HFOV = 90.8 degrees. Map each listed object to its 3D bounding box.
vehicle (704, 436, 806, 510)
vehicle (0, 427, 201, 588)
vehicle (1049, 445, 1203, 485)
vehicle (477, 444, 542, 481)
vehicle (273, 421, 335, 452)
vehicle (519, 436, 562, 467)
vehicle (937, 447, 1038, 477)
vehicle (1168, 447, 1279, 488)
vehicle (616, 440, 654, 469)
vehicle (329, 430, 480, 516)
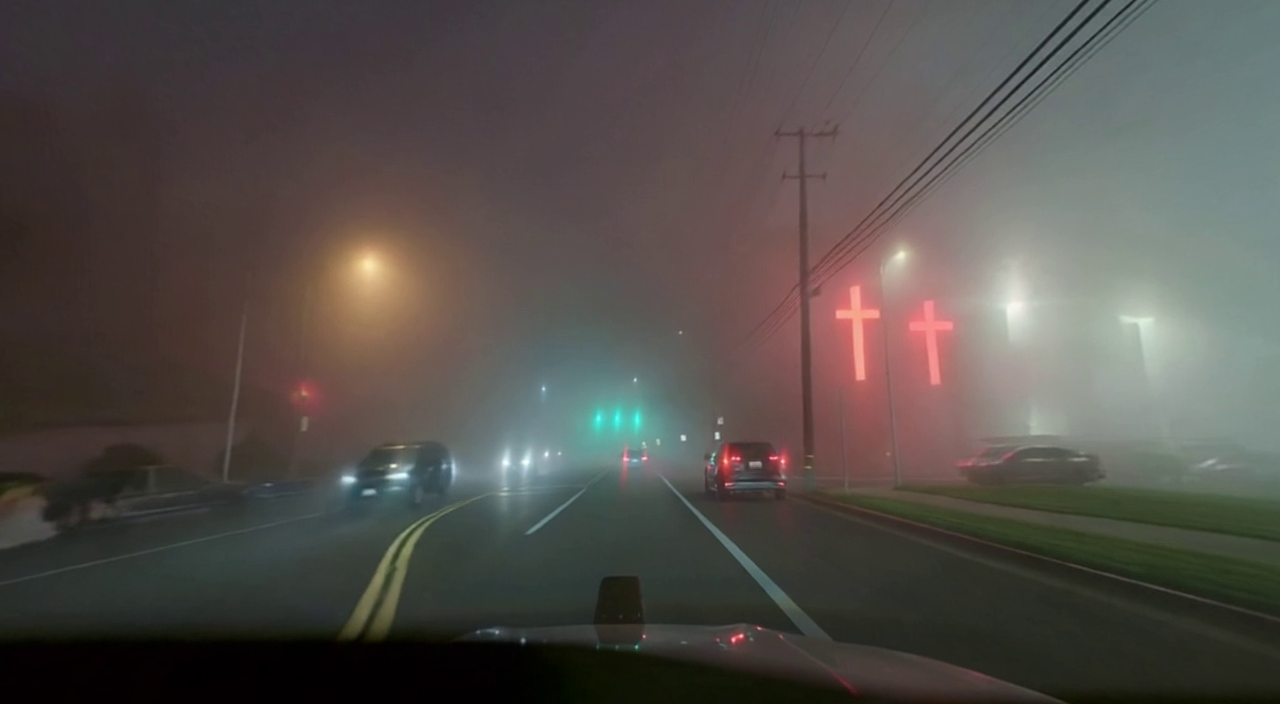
[{"bbox_3d":[3.166,3.414,18.327,1.995,1.858,4.333,0,-8,-2],"label":"vehicle"},{"bbox_3d":[-8.807,2.110,9.111,2.037,1.939,3.958,0,-8,0],"label":"vehicle"},{"bbox_3d":[20.542,4.778,26.892,4.673,1.592,2.193,-1,-8,2],"label":"vehicle"},{"bbox_3d":[-6.064,5.172,29.897,2.168,1.572,4.635,0,-8,-1],"label":"vehicle"},{"bbox_3d":[-21.693,5.449,40.730,3.716,1.517,1.826,3,-7,35],"label":"vehicle"},{"bbox_3d":[-6.429,6.489,41.416,2.138,1.858,4.788,0,-8,-1],"label":"vehicle"},{"bbox_3d":[20.332,6.448,37.114,4.540,1.386,2.337,-4,-9,-1],"label":"vehicle"},{"bbox_3d":[25.264,4.878,26.885,3.611,1.590,2.171,0,-8,0],"label":"vehicle"},{"bbox_3d":[-0.315,6.209,38.503,2.196,1.655,3.939,0,-8,-1],"label":"vehicle"},{"bbox_3d":[-5.881,3.057,16.572,2.106,1.890,4.783,0,-8,0],"label":"vehicle"}]
